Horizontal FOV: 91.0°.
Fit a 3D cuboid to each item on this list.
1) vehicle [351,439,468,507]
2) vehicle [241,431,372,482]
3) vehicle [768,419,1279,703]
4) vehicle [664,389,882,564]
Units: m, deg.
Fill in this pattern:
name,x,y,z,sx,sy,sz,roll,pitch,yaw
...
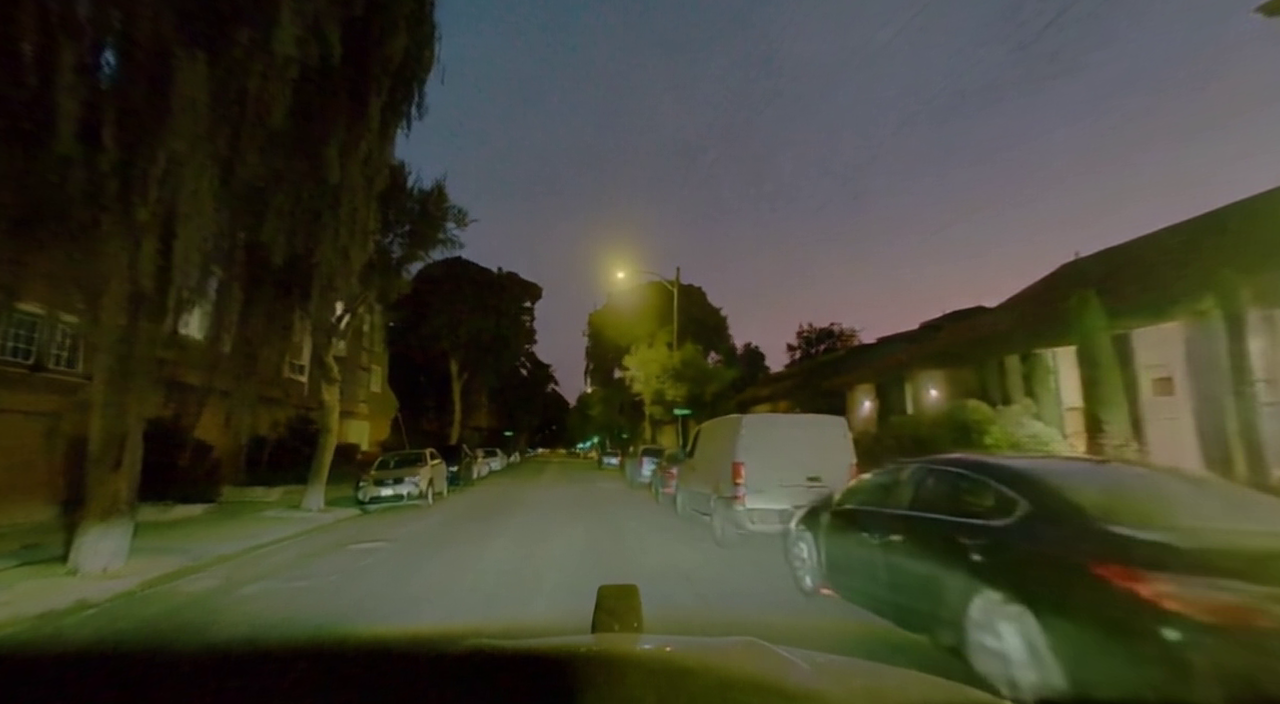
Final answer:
name,x,y,z,sx,sy,sz,roll,pitch,yaw
vehicle,-6.109,3.204,17.318,1.908,1.493,4.806,3,-8,-7
vehicle,-13.202,4.122,25.165,4.153,1.550,2.029,-1,-2,-8
vehicle,2.440,1.161,3.825,1.828,1.442,4.476,-1,-7,-8
vehicle,1.790,1.838,10.438,1.993,2.129,4.893,-1,-7,-7
